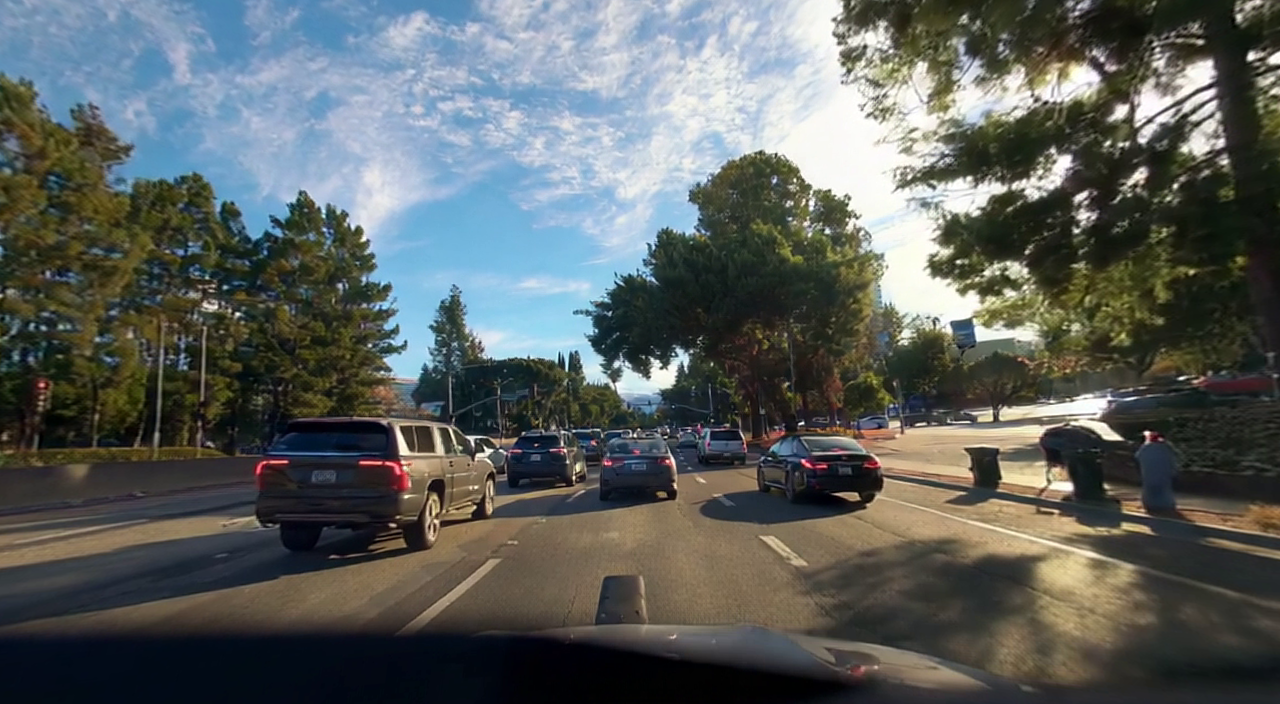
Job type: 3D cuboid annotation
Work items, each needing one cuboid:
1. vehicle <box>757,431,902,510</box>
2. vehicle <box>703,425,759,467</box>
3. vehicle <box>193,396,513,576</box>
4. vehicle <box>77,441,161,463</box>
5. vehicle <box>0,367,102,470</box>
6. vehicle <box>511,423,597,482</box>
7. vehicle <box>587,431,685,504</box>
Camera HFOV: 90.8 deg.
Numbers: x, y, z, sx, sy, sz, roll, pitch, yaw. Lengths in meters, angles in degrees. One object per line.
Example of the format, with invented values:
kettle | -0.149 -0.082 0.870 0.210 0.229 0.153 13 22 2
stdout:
vehicle | 3.945 2.518 13.962 1.884 1.463 4.195 0 -8 0
vehicle | 4.347 4.580 30.877 2.099 1.845 4.363 0 -8 0
vehicle | -3.349 1.693 8.903 2.111 1.745 5.274 0 -8 -1
vehicle | -37.323 7.138 45.304 4.384 1.462 1.854 -1 -8 -1
vehicle | -27.990 2.339 23.194 3.181 4.189 14.107 -1 -8 4
vehicle | -2.854 3.484 22.082 2.218 1.829 4.492 -1 -8 2
vehicle | -0.063 2.700 15.217 2.030 1.477 4.330 0 -8 1
